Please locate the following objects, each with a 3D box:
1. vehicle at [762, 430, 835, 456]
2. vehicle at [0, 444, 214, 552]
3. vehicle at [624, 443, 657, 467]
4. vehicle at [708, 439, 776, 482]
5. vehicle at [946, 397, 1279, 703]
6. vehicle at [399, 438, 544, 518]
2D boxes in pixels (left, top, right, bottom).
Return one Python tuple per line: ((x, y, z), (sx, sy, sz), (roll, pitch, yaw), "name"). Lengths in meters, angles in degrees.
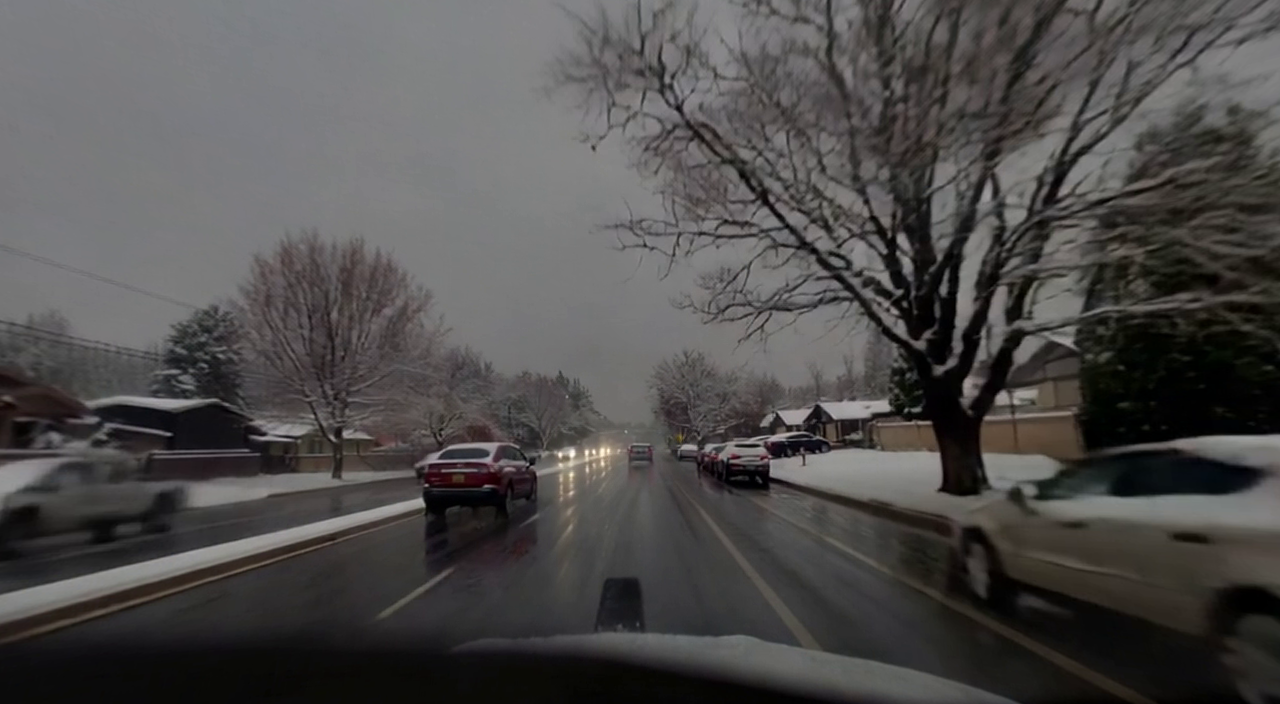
((11.719, 6.756, 46.872), (4.923, 1.878, 1.953), (-1, -8, 3), "vehicle")
((-10.879, 2.682, 12.388), (1.933, 1.712, 4.354), (0, -8, 1), "vehicle")
((0.066, 6.785, 41.754), (2.088, 1.495, 4.048), (0, -8, 1), "vehicle")
((4.336, 4.700, 27.762), (2.045, 1.702, 4.916), (0, -8, -1), "vehicle")
((3.905, 1.169, 3.994), (1.897, 1.589, 4.053), (0, -8, 0), "vehicle")
((-3.527, 2.711, 14.190), (2.027, 1.477, 4.413), (0, -8, 0), "vehicle")
